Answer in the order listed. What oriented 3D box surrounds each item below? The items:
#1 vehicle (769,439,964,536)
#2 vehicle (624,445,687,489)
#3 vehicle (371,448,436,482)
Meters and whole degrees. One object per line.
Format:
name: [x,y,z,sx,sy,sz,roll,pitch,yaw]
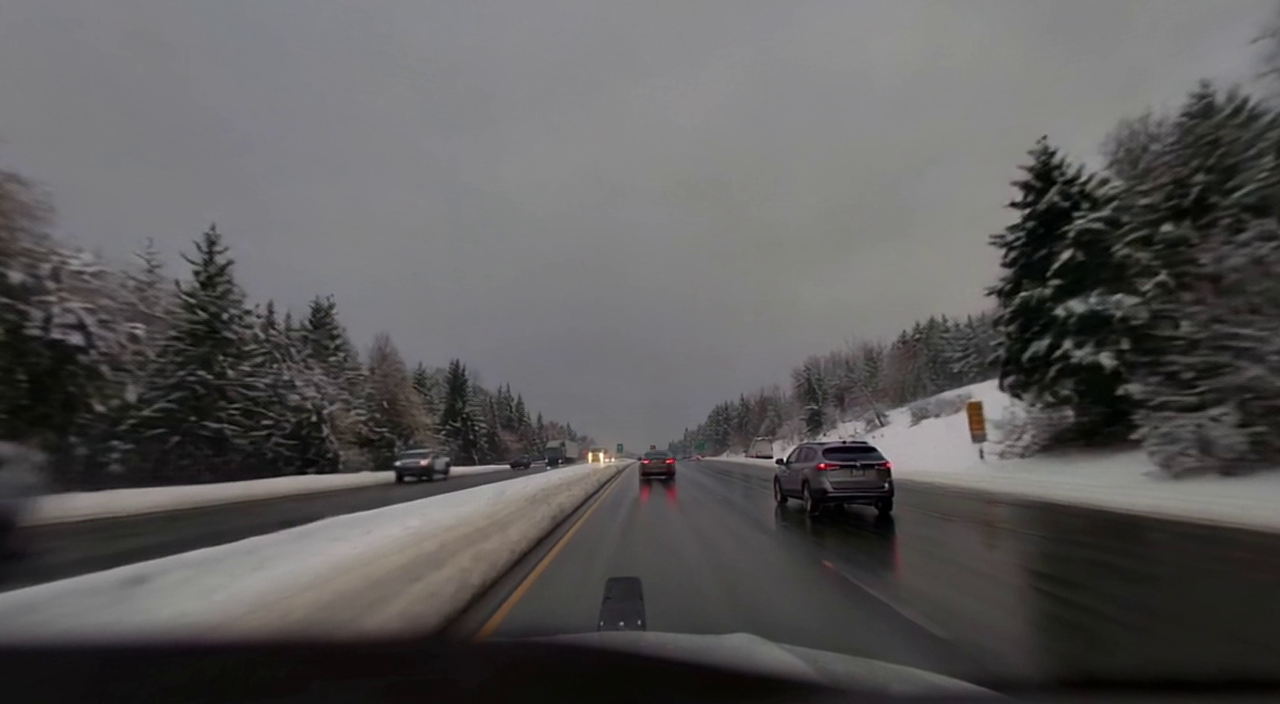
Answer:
vehicle: [3.966,2.435,11.969,2.029,1.475,4.279,0,-9,-1]
vehicle: [0.554,4.333,24.102,2.177,1.520,4.278,0,-9,0]
vehicle: [-14.962,7.163,40.191,2.139,1.995,5.076,0,-9,1]
